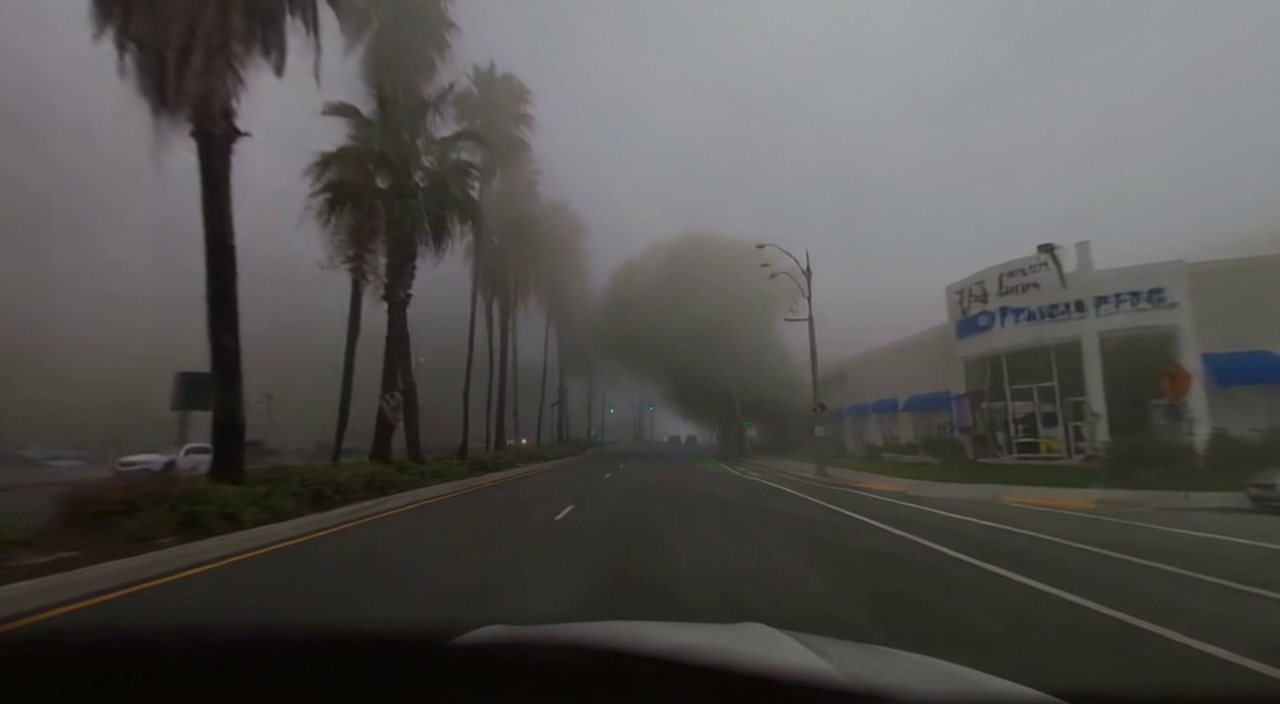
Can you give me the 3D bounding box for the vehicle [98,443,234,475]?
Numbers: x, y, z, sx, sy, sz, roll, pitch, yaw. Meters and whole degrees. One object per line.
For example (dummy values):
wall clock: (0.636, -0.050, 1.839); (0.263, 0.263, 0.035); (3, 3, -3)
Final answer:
vehicle: (-24.142, 5.449, 32.396); (5.136, 1.515, 1.964); (2, -8, -14)
